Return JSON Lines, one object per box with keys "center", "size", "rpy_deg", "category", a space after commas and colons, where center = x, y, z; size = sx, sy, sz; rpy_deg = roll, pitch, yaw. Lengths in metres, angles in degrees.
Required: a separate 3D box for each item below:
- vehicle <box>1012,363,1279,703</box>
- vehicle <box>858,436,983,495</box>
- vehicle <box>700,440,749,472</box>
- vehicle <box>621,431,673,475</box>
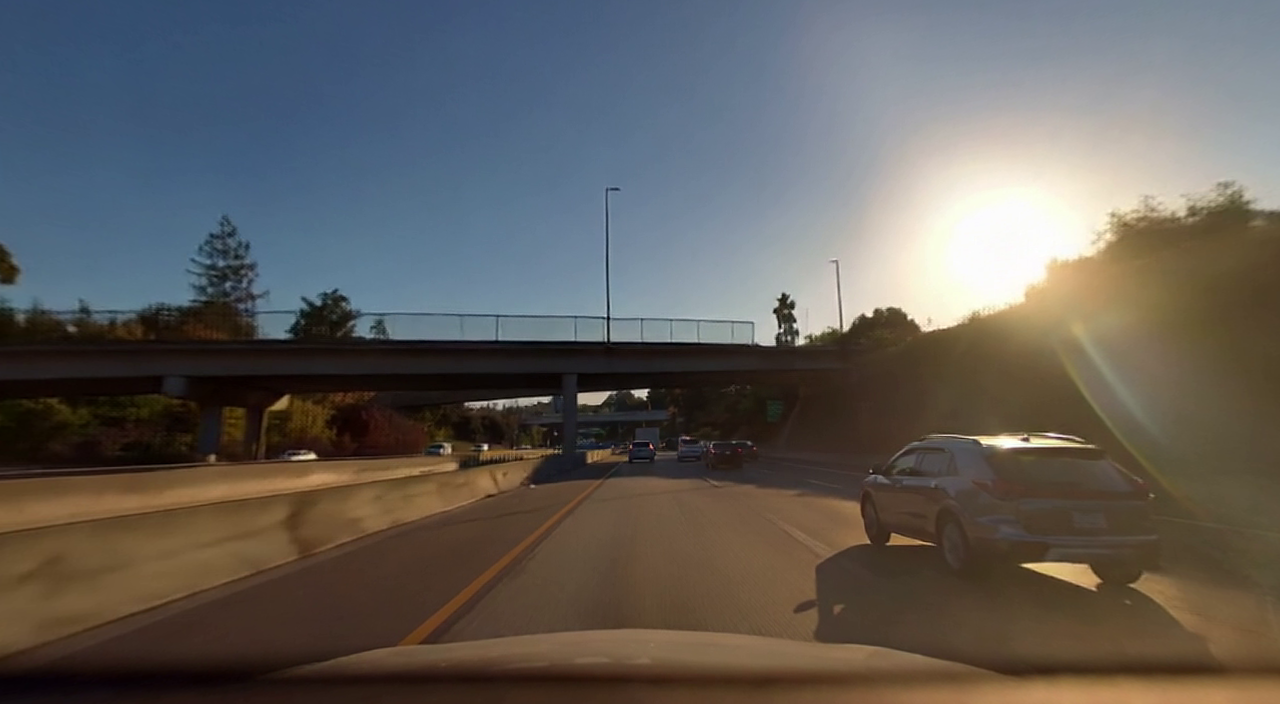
{"center": [3.780, 0.841, 2.474], "size": [2.003, 1.661, 4.418], "rpy_deg": [-1, -8, 2], "category": "vehicle"}
{"center": [8.149, 3.307, 18.810], "size": [1.810, 1.516, 4.183], "rpy_deg": [0, -8, 0], "category": "vehicle"}
{"center": [4.211, 5.234, 31.983], "size": [1.825, 1.487, 4.034], "rpy_deg": [0, -8, -1], "category": "vehicle"}
{"center": [0.279, 4.535, 28.524], "size": [2.189, 1.852, 4.038], "rpy_deg": [0, -8, 0], "category": "vehicle"}
